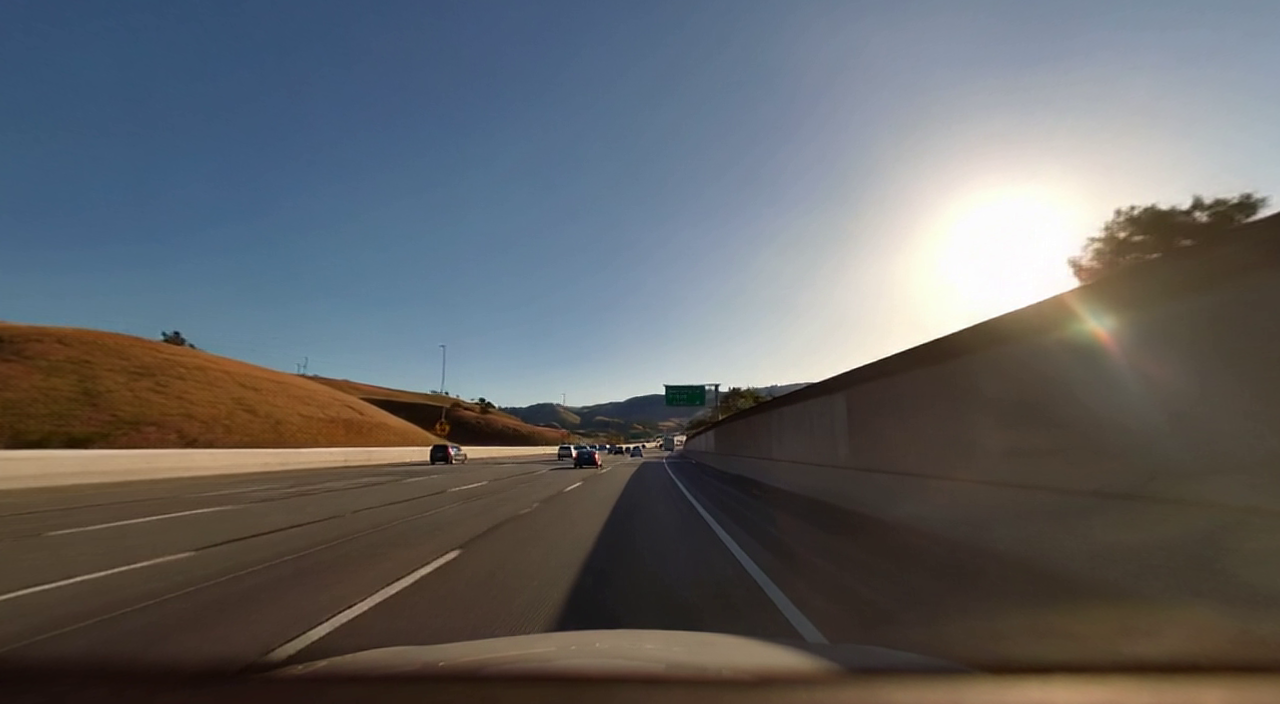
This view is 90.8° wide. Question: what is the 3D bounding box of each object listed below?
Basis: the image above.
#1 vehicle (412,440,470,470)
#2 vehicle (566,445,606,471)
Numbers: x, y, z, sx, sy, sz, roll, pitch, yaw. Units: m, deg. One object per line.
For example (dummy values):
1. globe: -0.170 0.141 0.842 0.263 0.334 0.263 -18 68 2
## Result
1. vehicle: -12.780 6.637 40.859 2.076 1.766 4.831 0 -8 2
2. vehicle: -3.270 6.525 38.955 1.931 1.492 4.076 -1 -8 2
